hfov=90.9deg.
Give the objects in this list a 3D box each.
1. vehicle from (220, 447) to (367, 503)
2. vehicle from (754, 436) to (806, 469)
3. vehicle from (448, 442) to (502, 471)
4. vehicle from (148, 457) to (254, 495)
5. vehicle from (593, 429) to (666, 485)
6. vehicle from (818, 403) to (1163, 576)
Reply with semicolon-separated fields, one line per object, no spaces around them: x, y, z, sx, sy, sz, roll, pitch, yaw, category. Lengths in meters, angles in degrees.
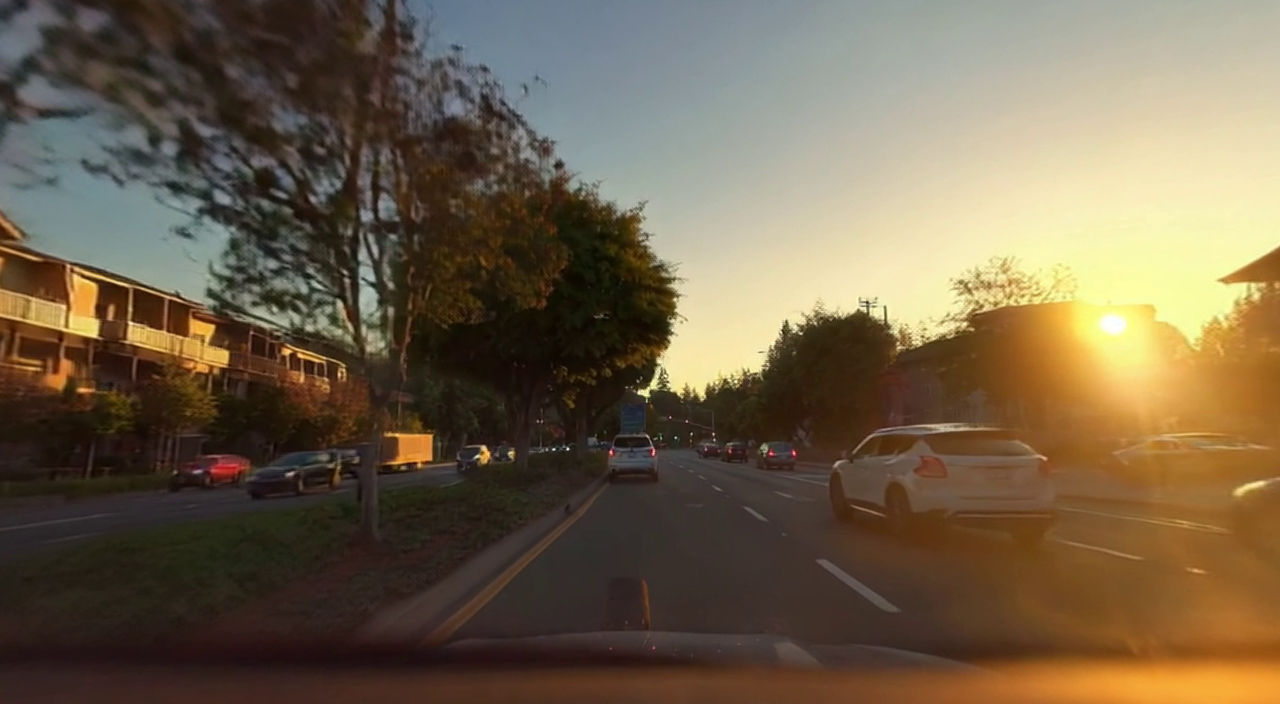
-10.317;3.656;19.231;1.907;1.471;4.410;0;-8;1;vehicle
7.823;5.656;35.626;1.971;1.722;4.341;0;-8;0;vehicle
-10.426;6.632;40.243;2.142;1.742;4.523;0;-8;1;vehicle
-20.613;5.806;29.850;1.821;1.568;4.296;0;-8;2;vehicle
-0.334;3.700;22.481;2.332;1.798;4.546;0;-8;0;vehicle
4.088;1.687;8.516;2.100;1.689;4.501;0;-8;1;vehicle
